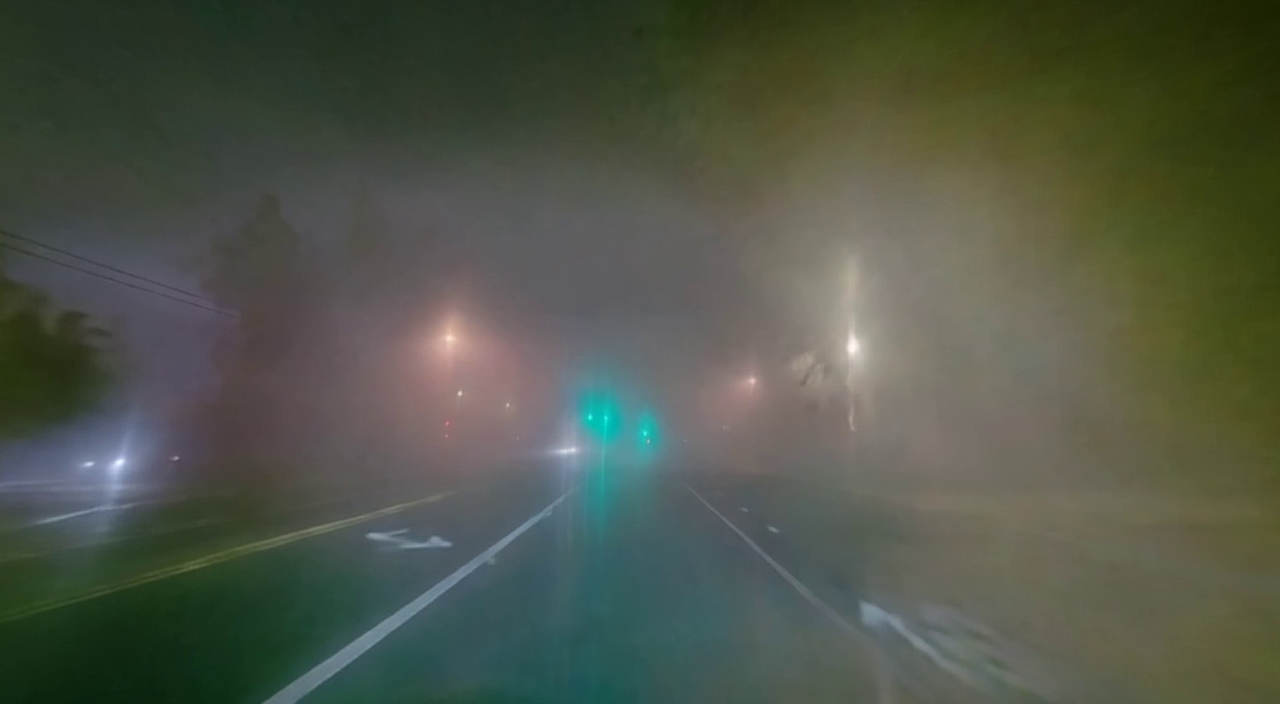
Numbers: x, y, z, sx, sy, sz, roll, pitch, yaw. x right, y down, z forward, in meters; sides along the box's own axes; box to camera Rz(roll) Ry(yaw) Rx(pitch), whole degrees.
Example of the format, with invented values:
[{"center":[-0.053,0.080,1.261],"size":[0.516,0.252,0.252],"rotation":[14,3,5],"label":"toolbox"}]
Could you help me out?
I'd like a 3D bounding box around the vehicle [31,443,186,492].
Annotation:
[{"center":[-23.215,5.003,28.044],"size":[2.192,1.901,5.889],"rotation":[1,-8,-6],"label":"vehicle"}]
